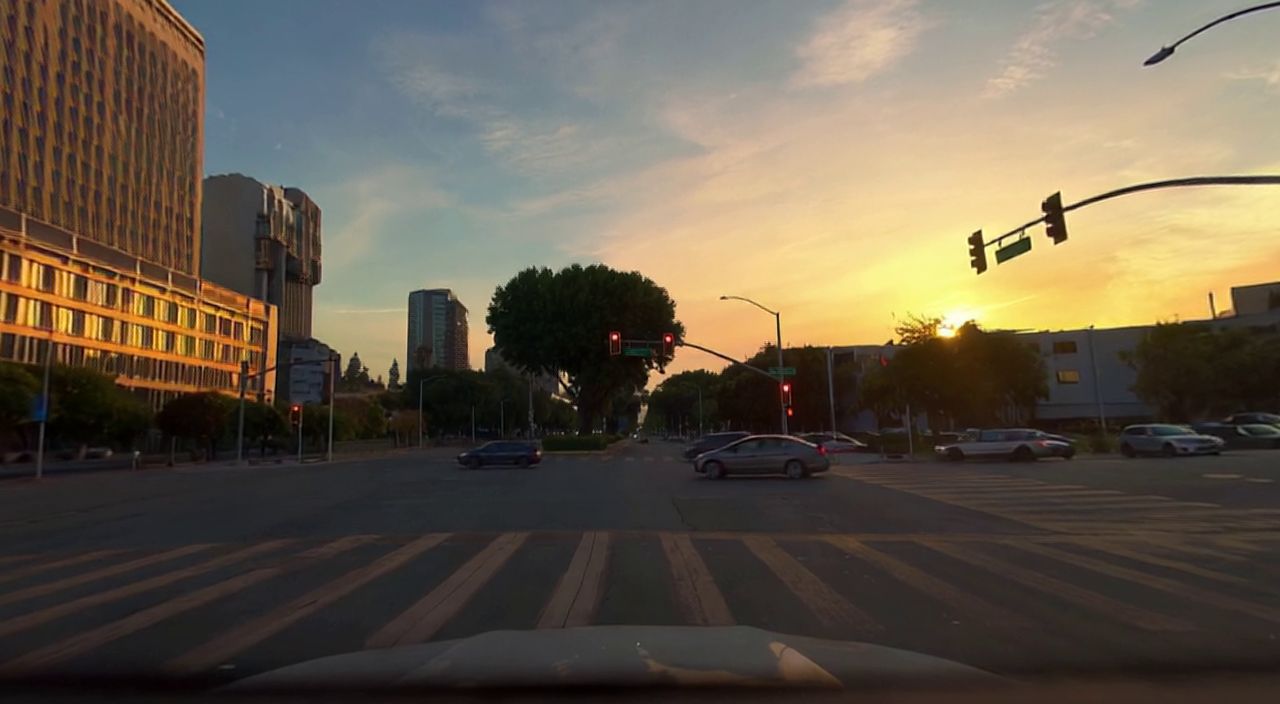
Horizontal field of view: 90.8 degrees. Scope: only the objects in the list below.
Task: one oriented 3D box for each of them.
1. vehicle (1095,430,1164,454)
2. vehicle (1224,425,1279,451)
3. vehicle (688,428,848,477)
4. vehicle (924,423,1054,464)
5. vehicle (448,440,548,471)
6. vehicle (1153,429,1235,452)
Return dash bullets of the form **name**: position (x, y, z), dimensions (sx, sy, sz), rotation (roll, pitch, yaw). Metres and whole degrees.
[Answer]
- **vehicle**: position (33.207, 6.147, 43.050), dimensions (2.090, 1.494, 4.321), rotation (-3, -9, 15)
- **vehicle**: position (42.266, 5.714, 41.945), dimensions (2.037, 1.614, 5.175), rotation (0, -8, 0)
- **vehicle**: position (4.198, 3.357, 21.214), dimensions (4.916, 1.504, 1.846), rotation (0, -8, -5)
- **vehicle**: position (15.445, 4.098, 28.201), dimensions (4.571, 1.698, 1.977), rotation (-2, -9, 8)
- **vehicle**: position (-6.333, 4.668, 28.457), dimensions (4.046, 1.306, 1.719), rotation (-1, -8, 3)
- **vehicle**: position (36.575, 5.903, 41.837), dimensions (1.726, 1.429, 4.163), rotation (-1, -8, 2)
